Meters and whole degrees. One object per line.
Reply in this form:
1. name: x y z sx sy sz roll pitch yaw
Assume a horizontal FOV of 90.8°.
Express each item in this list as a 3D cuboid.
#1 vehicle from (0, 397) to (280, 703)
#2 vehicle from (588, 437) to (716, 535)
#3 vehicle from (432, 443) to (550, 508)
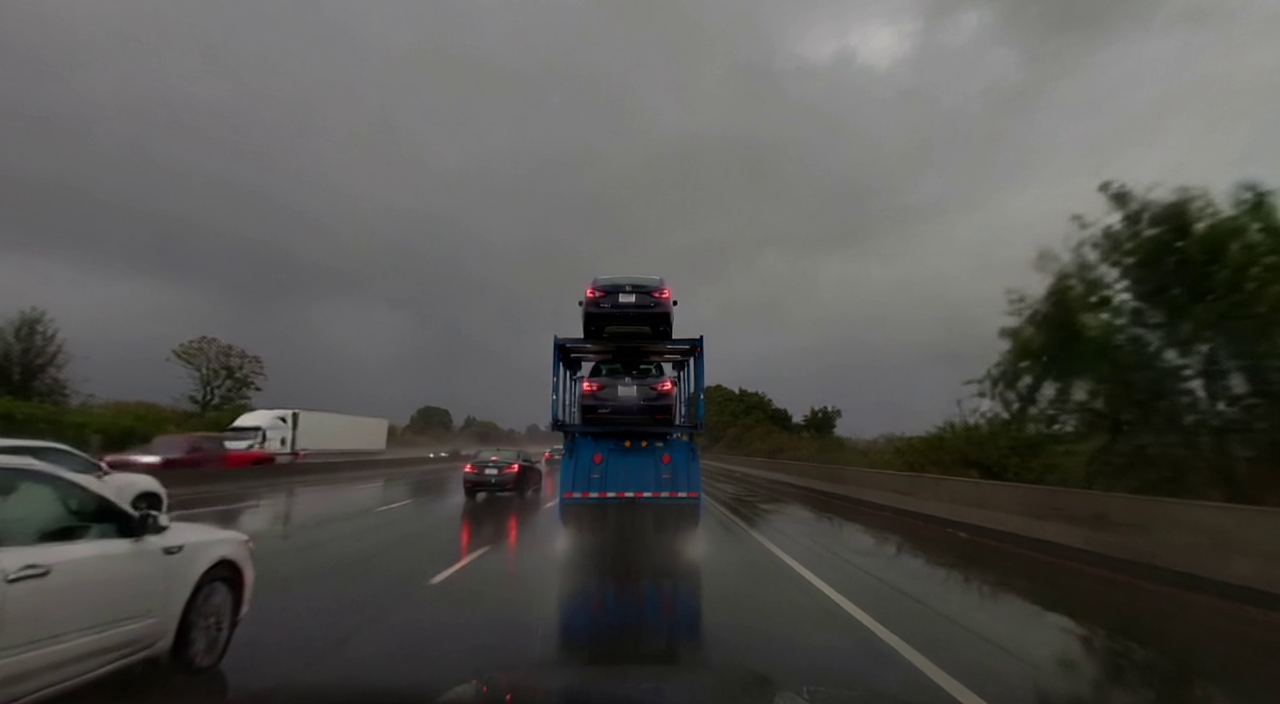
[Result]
1. vehicle: -3.369 0.892 2.071 2.149 1.497 3.753 0 -9 0
2. vehicle: 0.176 2.357 11.593 1.991 1.507 3.391 0 -9 0
3. vehicle: -3.760 3.210 16.840 1.947 1.470 4.526 0 -9 1
